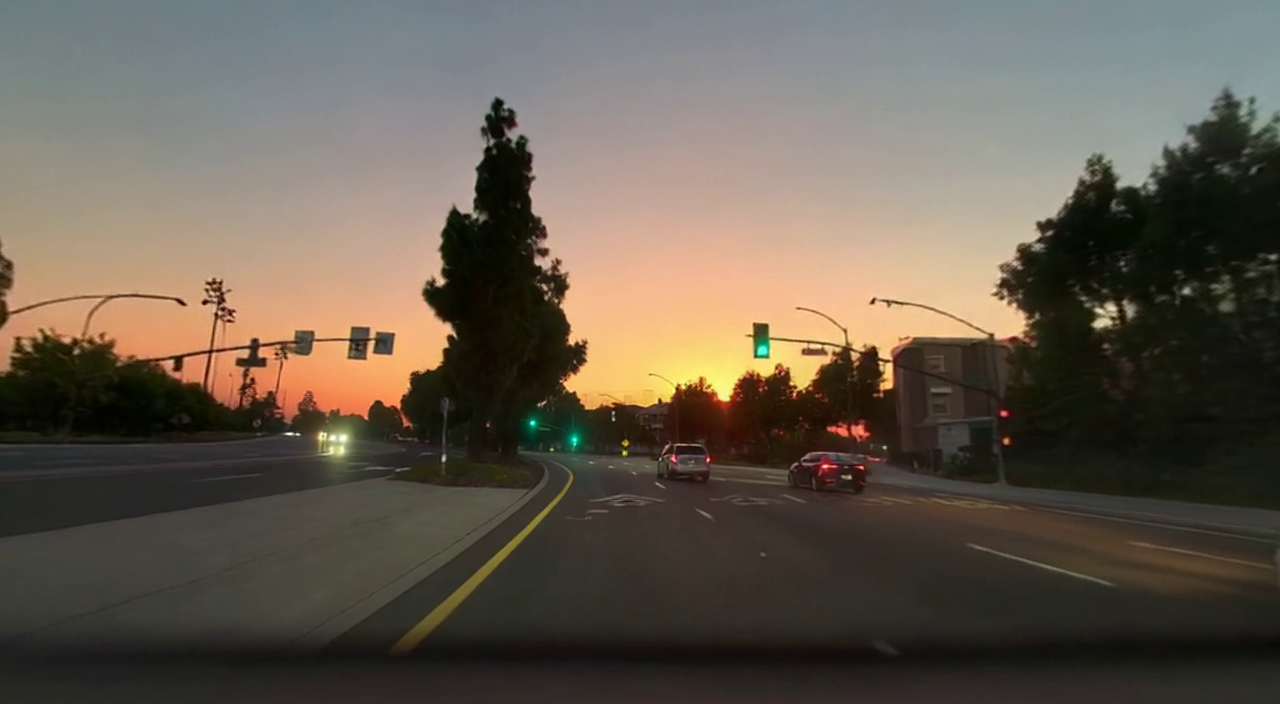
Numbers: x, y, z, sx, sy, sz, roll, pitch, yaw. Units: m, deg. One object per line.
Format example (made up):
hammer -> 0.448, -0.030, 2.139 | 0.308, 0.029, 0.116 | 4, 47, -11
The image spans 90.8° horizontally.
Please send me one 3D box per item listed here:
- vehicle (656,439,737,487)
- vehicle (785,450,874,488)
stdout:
vehicle -> 2.017, 4.183, 24.131 | 2.122, 1.646, 4.525 | 1, -8, -7
vehicle -> 8.158, 5.052, 27.712 | 1.940, 1.460, 4.652 | 1, -8, -8
